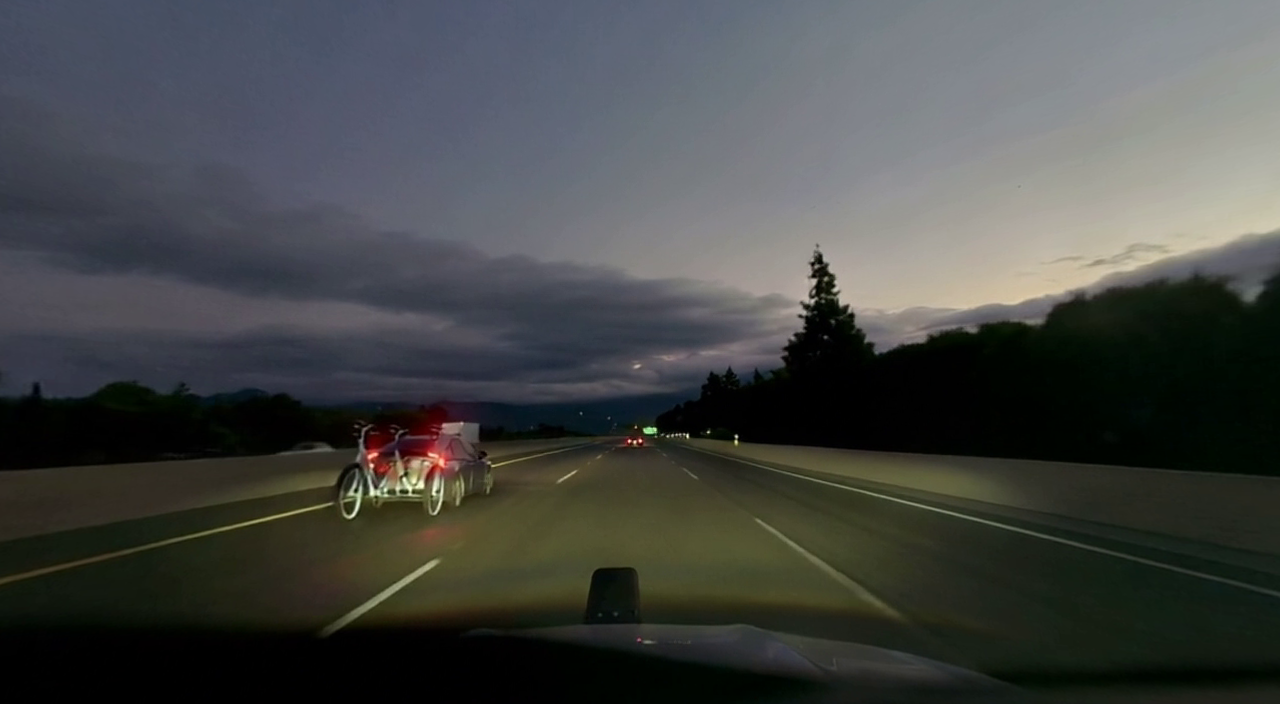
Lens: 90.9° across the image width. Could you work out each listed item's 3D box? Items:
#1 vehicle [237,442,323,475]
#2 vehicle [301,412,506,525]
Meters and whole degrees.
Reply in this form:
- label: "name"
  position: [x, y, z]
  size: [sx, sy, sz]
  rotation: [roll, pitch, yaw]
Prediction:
- label: "vehicle"
  position: [-17.761, 5.250, 31.322]
  size: [1.855, 1.444, 4.044]
  rotation: [0, -8, 0]
- label: "vehicle"
  position: [-3.964, 2.007, 11.542]
  size: [2.064, 1.647, 4.381]
  rotation: [0, -8, 0]
